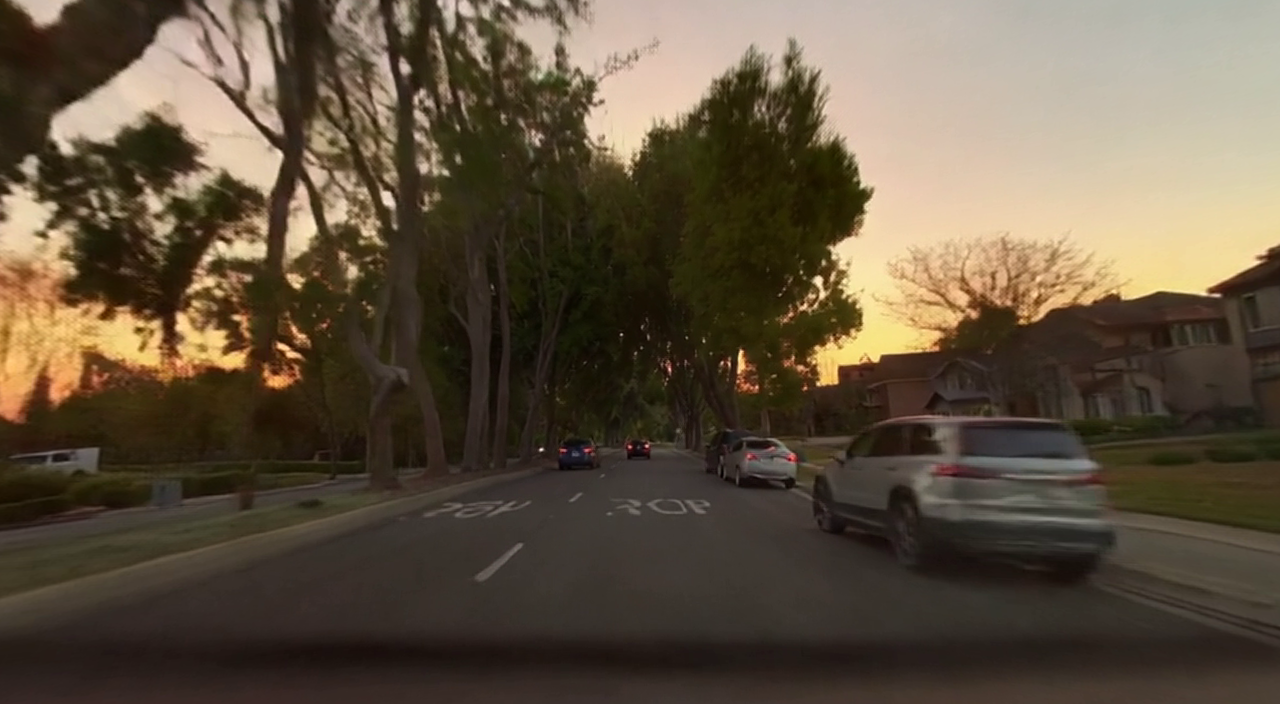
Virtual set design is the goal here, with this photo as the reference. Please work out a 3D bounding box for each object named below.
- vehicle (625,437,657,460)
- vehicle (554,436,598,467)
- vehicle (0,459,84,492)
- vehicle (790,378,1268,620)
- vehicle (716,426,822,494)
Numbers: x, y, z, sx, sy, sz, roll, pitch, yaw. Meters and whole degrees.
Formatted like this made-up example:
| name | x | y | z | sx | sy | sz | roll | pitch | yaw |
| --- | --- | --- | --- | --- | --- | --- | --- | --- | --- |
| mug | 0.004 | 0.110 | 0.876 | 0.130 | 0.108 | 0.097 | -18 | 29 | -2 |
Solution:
| name | x | y | z | sx | sy | sz | roll | pitch | yaw |
| --- | --- | --- | --- | --- | --- | --- | --- | --- | --- |
| vehicle | 0.097 | 6.973 | 45.781 | 2.142 | 1.548 | 4.273 | -1 | -8 | 1 |
| vehicle | -3.678 | 5.810 | 37.038 | 2.129 | 1.668 | 4.722 | -1 | -8 | 0 |
| vehicle | -36.422 | 7.368 | 37.945 | 1.890 | 1.711 | 4.456 | -1 | -8 | 1 |
| vehicle | 3.694 | 1.507 | 7.579 | 2.273 | 1.860 | 5.077 | 0 | -8 | -3 |
| vehicle | 3.657 | 3.163 | 18.866 | 2.113 | 1.760 | 4.432 | -1 | -8 | -1 |
